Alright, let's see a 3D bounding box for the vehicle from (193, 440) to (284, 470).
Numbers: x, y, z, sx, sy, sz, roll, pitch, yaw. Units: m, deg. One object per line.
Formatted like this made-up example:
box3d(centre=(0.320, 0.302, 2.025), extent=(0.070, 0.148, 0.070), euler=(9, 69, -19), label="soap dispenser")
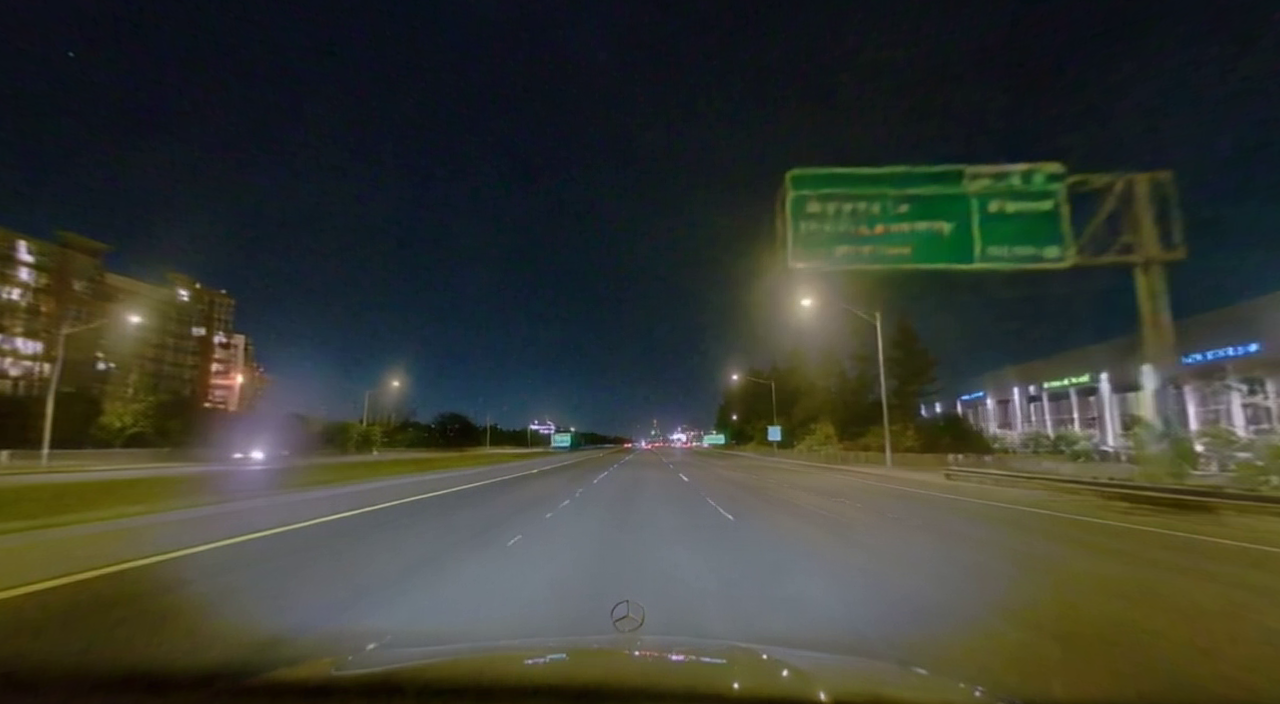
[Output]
box3d(centre=(-27.480, 7.077, 43.429), extent=(2.244, 1.913, 5.868), euler=(0, -9, 1), label="vehicle")
